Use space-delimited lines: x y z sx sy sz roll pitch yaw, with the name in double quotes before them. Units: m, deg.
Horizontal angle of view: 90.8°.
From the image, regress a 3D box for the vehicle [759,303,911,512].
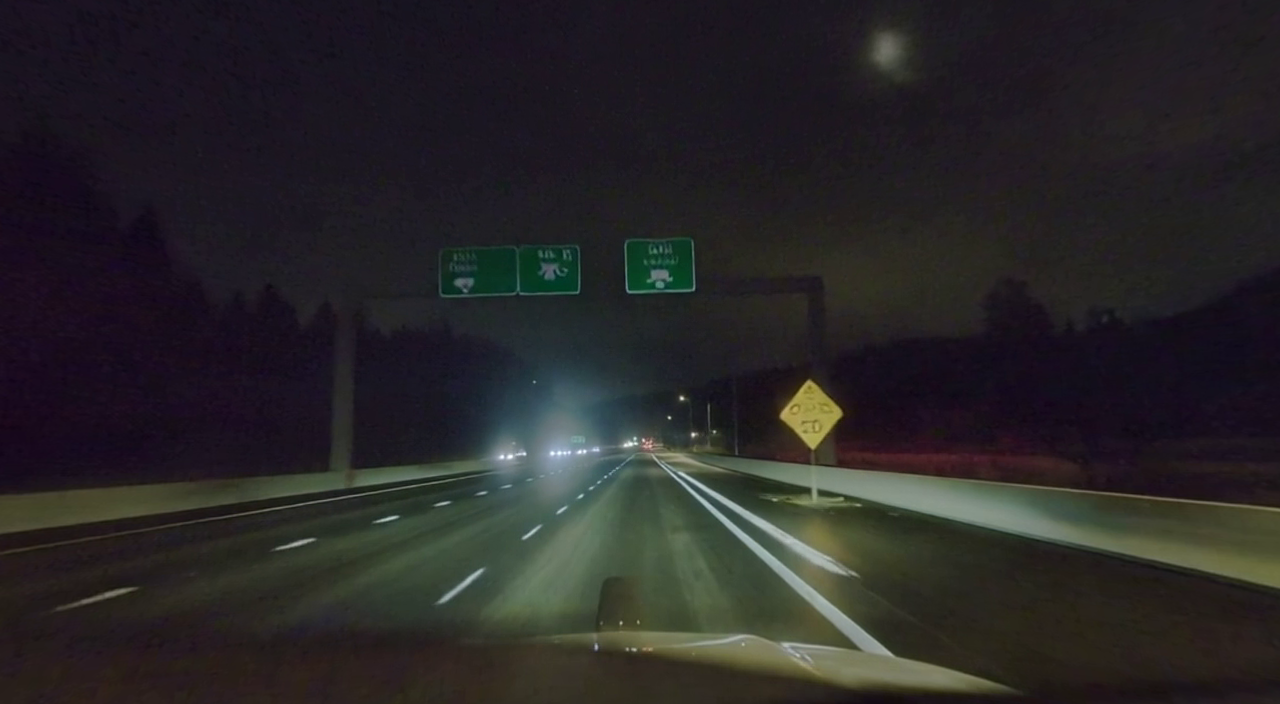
"vehicle" 4.079 1.336 14.097 1.697 3.935 4.195 -1 -9 -2
